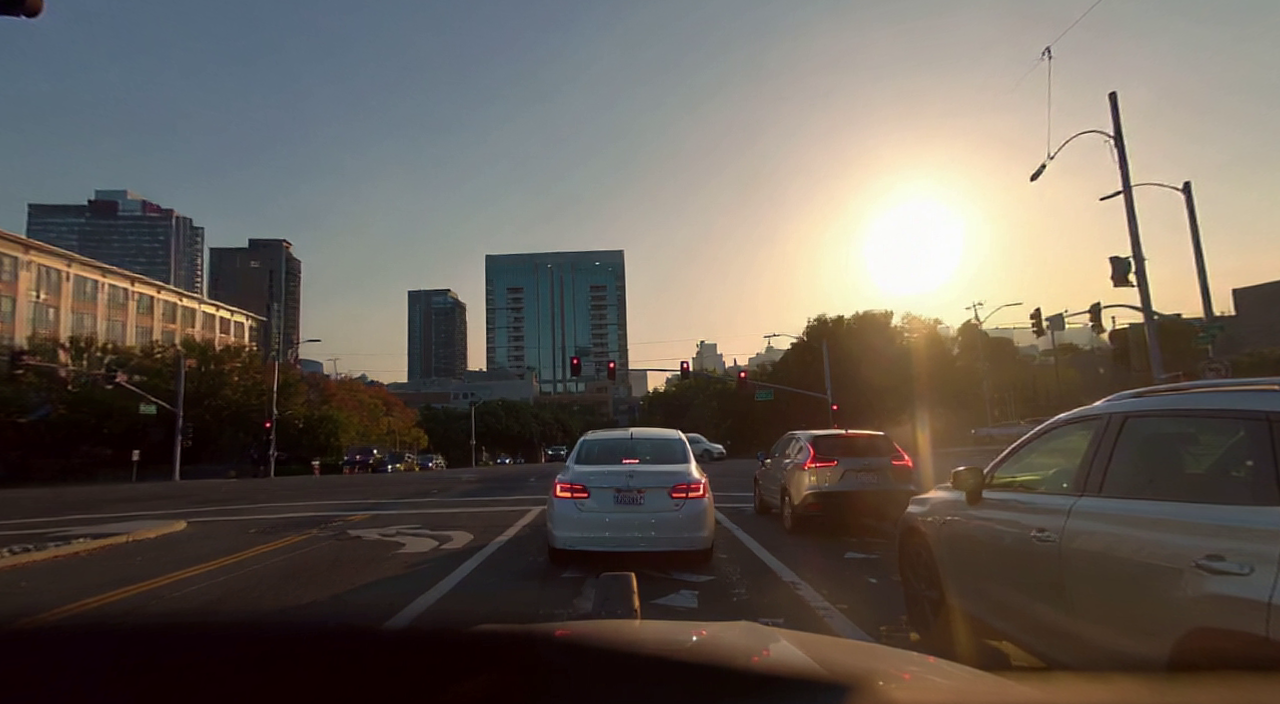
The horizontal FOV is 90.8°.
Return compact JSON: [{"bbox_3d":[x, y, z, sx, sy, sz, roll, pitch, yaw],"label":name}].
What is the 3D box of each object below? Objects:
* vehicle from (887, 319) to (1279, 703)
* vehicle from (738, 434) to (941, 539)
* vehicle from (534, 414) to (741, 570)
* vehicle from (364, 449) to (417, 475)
[{"bbox_3d":[2.997,0.866,2.660,2.103,1.701,4.294,0,-8,-1],"label":"vehicle"},{"bbox_3d":[3.158,2.218,11.133,2.001,1.463,4.398,0,-8,-2],"label":"vehicle"},{"bbox_3d":[-0.073,1.779,8.758,2.188,1.637,4.027,0,-8,-1],"label":"vehicle"},{"bbox_3d":[-18.725,8.261,47.657,2.026,1.836,4.726,0,-8,0],"label":"vehicle"}]
